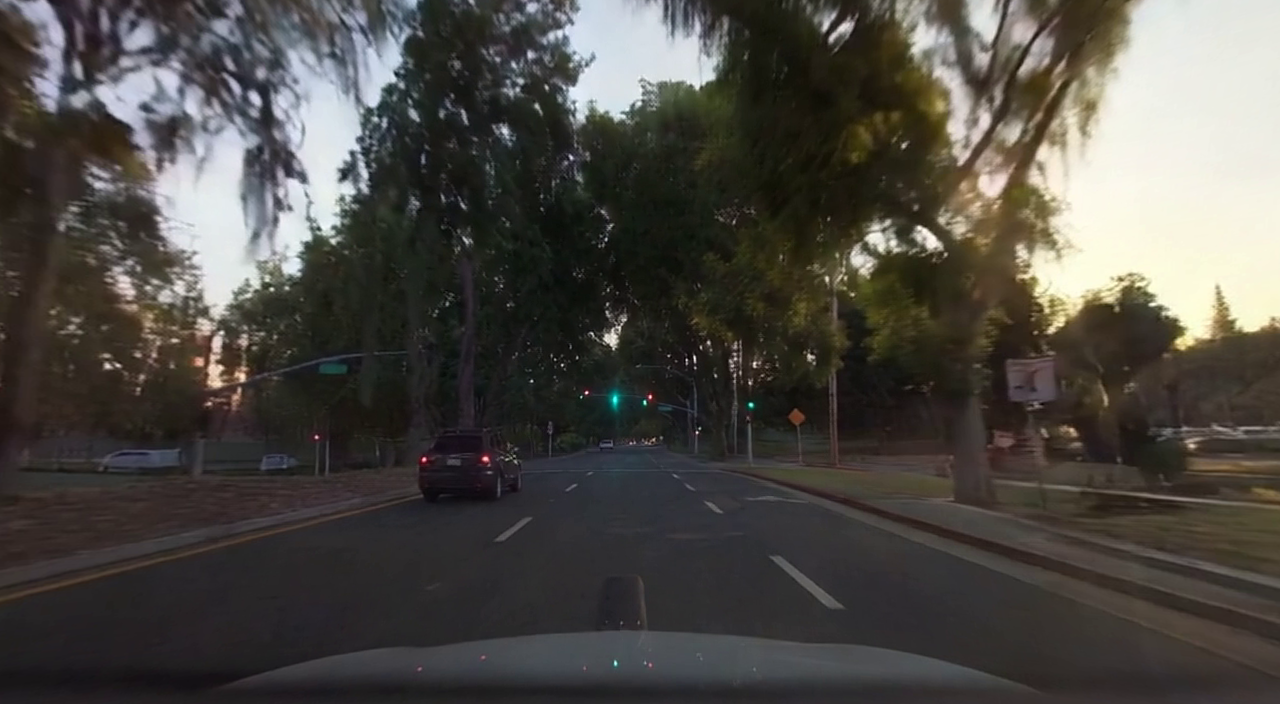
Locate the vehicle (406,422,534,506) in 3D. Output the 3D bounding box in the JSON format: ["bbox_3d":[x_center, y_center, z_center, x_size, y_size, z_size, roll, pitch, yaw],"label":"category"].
[{"bbox_3d":[-3.957,2.673,15.467,2.018,1.769,3.897,0,-8,0],"label":"vehicle"}]
